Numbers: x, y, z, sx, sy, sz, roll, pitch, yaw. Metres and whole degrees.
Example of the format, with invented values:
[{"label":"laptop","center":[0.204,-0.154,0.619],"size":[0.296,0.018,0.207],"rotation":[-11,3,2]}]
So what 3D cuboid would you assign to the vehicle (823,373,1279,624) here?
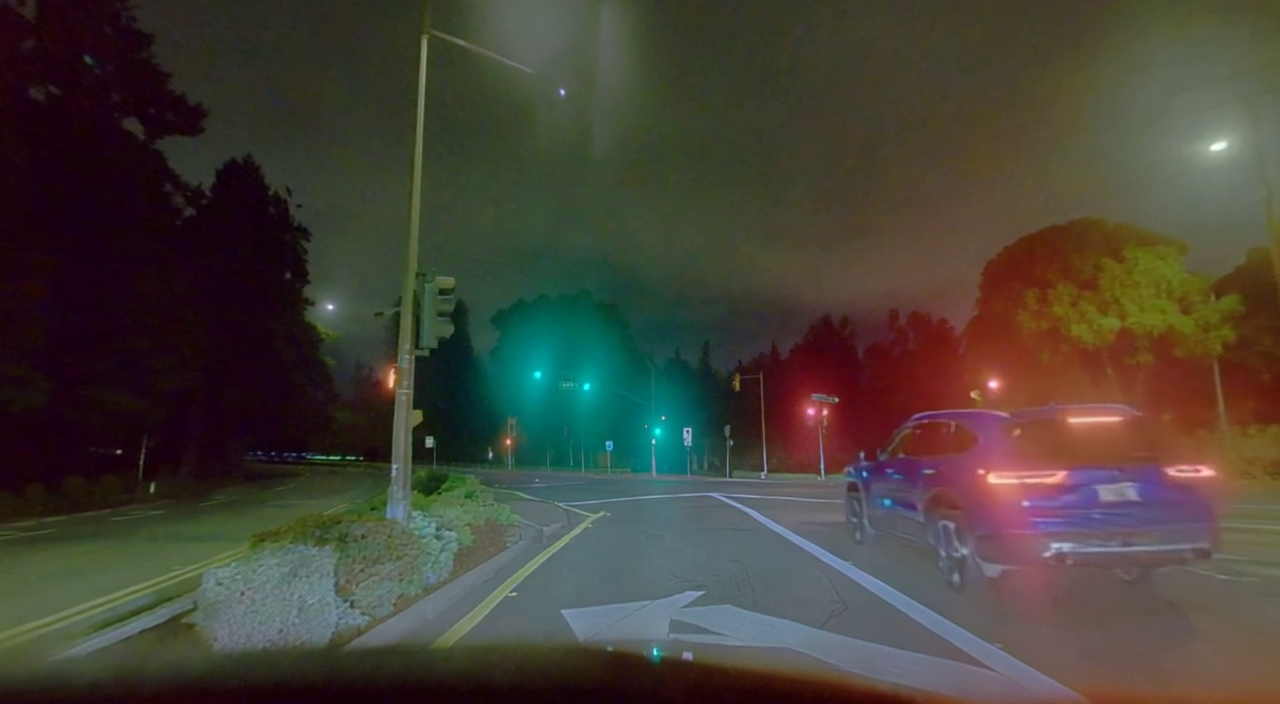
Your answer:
[{"label":"vehicle","center":[3.913,1.391,7.043],"size":[2.284,1.788,4.871],"rotation":[0,-8,0]}]
